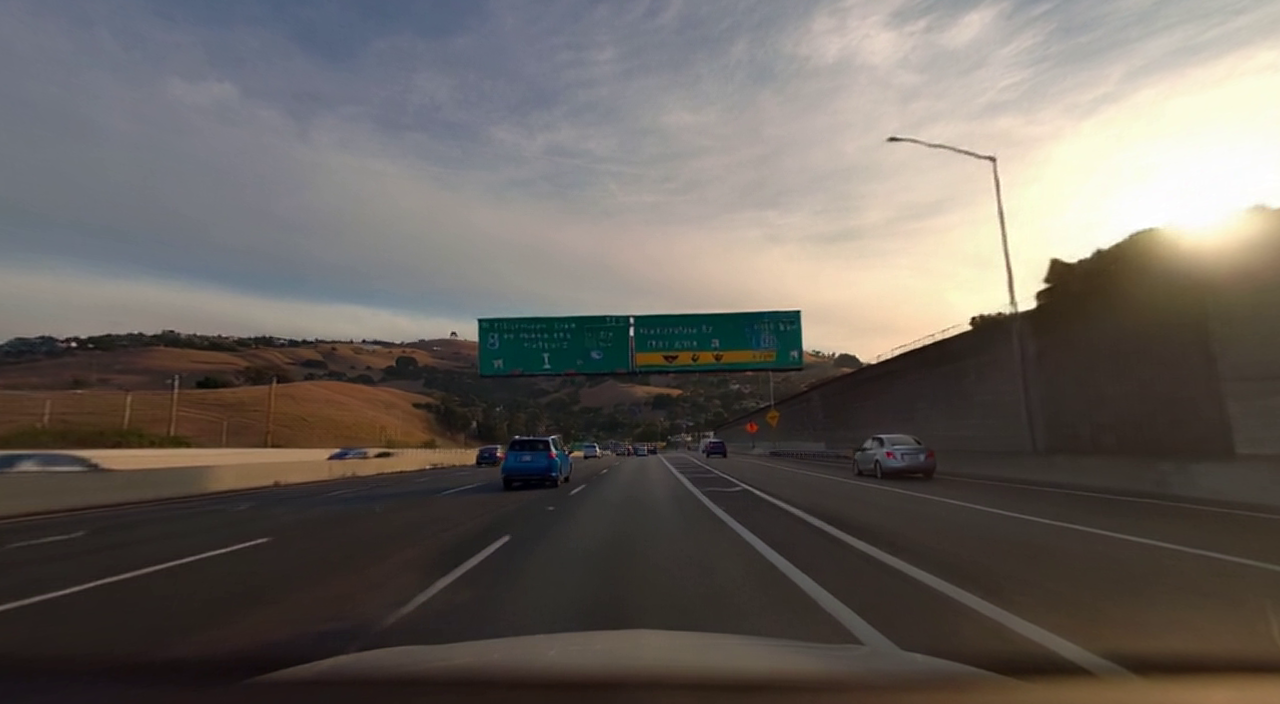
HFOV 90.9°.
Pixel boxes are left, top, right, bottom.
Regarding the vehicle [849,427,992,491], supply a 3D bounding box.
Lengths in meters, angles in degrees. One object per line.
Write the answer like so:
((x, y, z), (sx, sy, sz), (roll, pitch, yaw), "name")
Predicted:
((8.048, 3.120, 18.679), (2.122, 1.646, 4.491), (0, -8, -1), "vehicle")

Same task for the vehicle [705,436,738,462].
((6.175, 7.405, 48.273), (2.172, 1.824, 5.031), (-1, -8, 3), "vehicle")

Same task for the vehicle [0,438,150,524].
((-13.815, 2.785, 14.000), (2.049, 1.707, 4.743), (0, -8, 0), "vehicle")

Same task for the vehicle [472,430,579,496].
((-3.302, 3.346, 19.464), (2.210, 1.730, 5.133), (-1, -8, 2), "vehicle")
